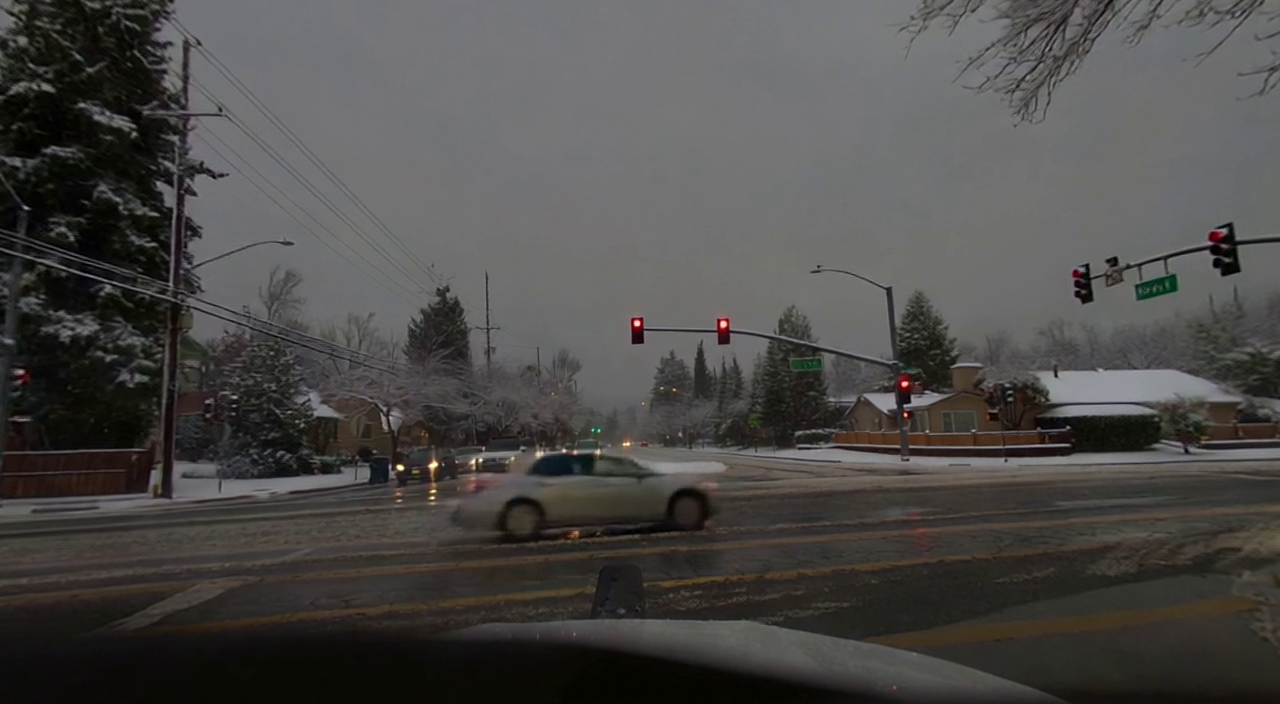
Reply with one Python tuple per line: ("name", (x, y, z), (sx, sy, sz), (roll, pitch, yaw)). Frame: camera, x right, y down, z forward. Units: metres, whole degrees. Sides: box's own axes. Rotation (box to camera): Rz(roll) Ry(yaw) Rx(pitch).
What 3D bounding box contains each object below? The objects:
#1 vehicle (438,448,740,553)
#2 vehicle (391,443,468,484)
("vehicle", (-0.902, 2.254, 10.231), (4.443, 1.367, 2.197), (2, -9, -17))
("vehicle", (-10.181, 5.388, 30.985), (2.241, 1.819, 4.690), (0, -9, -1))
